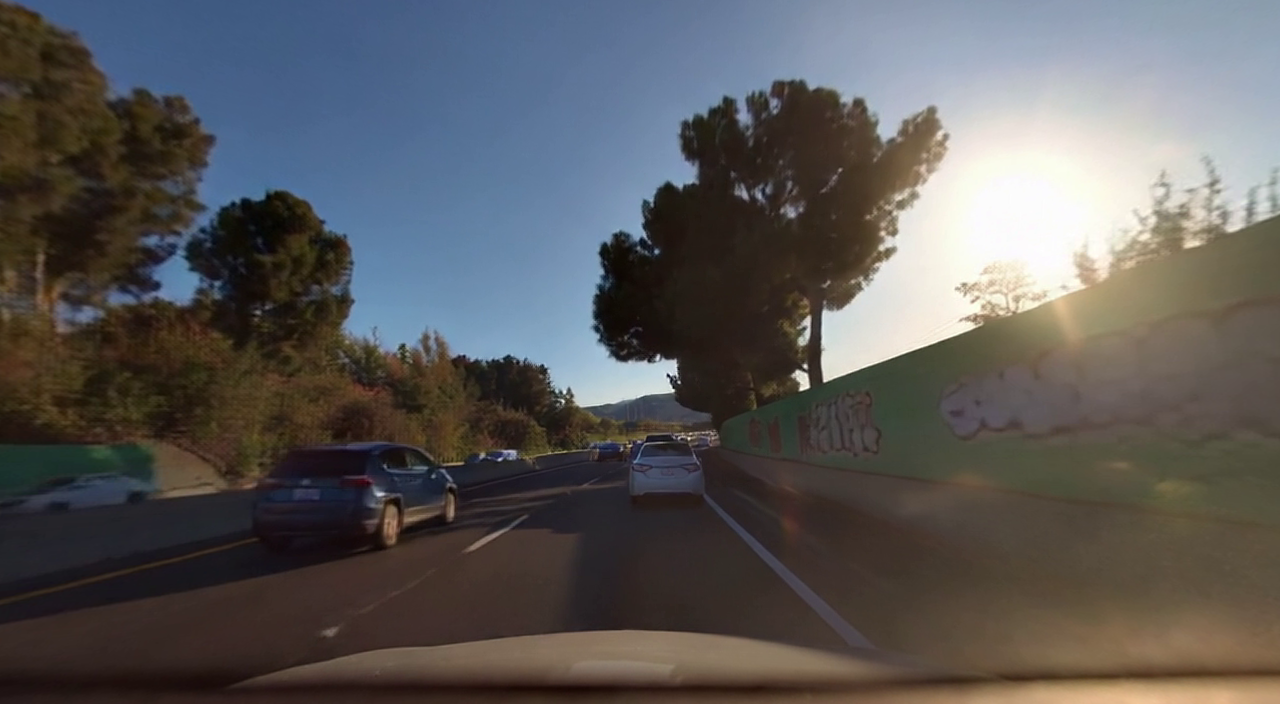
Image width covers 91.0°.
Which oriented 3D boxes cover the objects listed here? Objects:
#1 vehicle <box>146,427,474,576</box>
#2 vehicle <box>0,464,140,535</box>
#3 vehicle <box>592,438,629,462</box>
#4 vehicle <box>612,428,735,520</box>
[{"bbox_3d":[-3.868,1.801,8.437,2.059,1.471,4.152,0,-8,2],"label":"vehicle"},{"bbox_3d":[-15.047,3.625,15.917,1.692,1.413,3.747,0,-8,0],"label":"vehicle"},{"bbox_3d":[-1.955,6.704,43.066,2.105,1.571,3.727,-1,-8,4],"label":"vehicle"},{"bbox_3d":[0.577,2.353,12.653,2.077,1.533,3.854,0,-8,1],"label":"vehicle"}]
